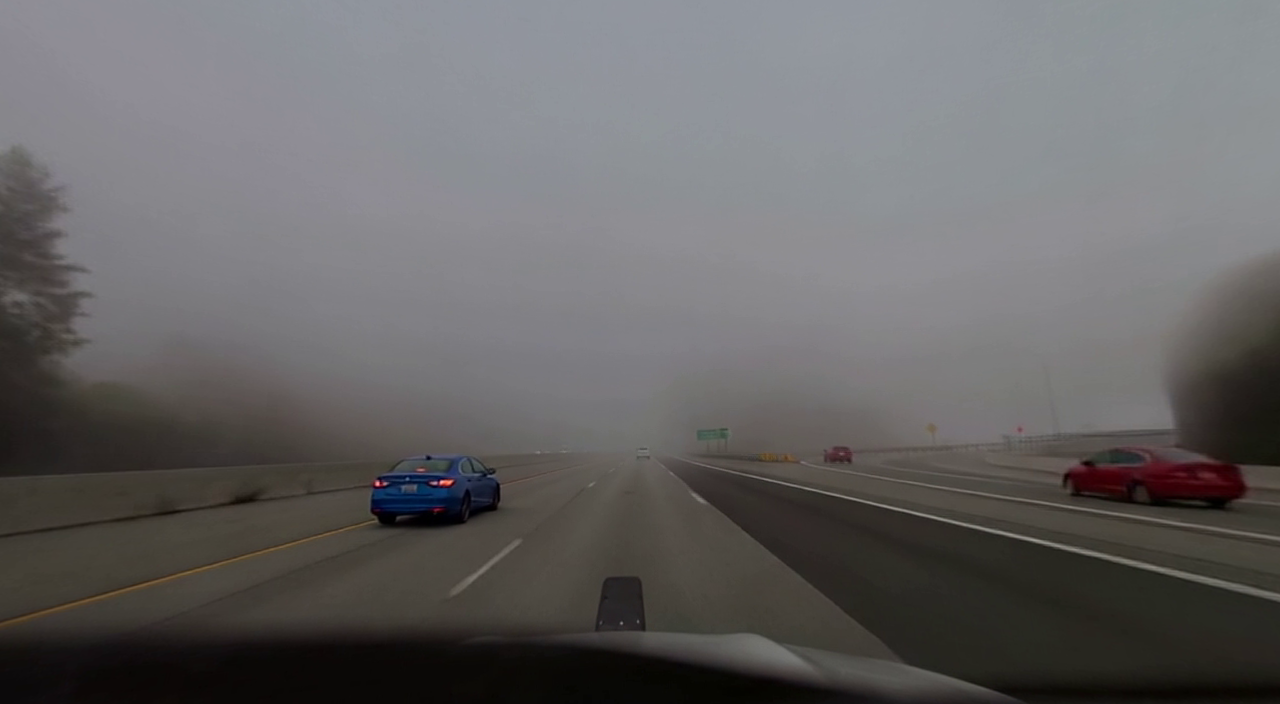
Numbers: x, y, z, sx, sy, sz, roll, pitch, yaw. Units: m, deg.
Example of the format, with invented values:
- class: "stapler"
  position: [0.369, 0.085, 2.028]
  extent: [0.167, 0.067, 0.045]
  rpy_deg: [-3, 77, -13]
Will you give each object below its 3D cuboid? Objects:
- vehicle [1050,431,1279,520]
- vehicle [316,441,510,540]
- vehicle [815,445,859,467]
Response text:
- class: "vehicle"
  position: [10.872, 2.436, 12.999]
  extent: [1.884, 1.485, 4.600]
  rpy_deg: [-1, -9, 3]
- class: "vehicle"
  position: [-3.852, 2.417, 11.692]
  extent: [1.873, 1.438, 4.546]
  rpy_deg: [-1, -9, 1]
- class: "vehicle"
  position: [13.854, 7.347, 44.622]
  extent: [1.805, 1.427, 4.447]
  rpy_deg: [-1, -9, 2]
